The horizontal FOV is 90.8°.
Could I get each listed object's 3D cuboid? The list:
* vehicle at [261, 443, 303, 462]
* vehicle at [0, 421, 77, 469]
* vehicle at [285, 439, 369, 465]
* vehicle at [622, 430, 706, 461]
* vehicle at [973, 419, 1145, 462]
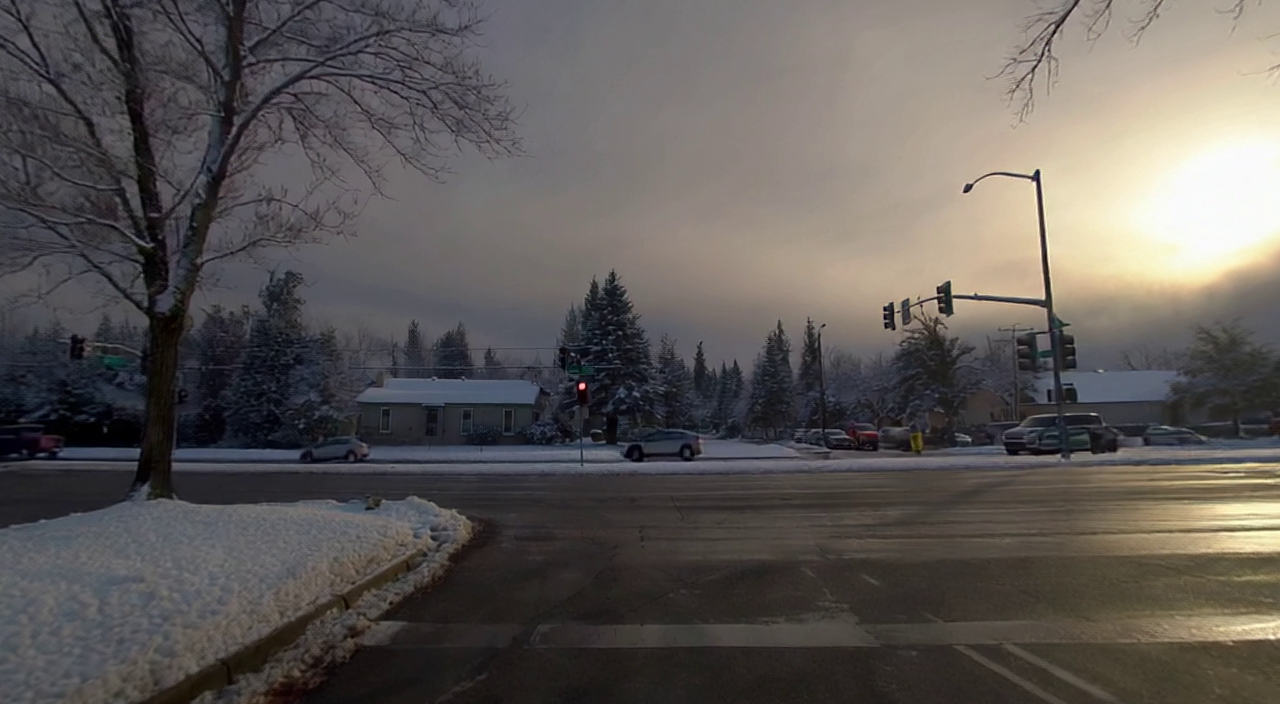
[{"bbox_3d":[-28.040,7.866,49.634,2.235,1.417,4.272,3,-9,-22],"label":"vehicle"},{"bbox_3d":[-44.488,6.563,44.499,7.790,3.197,2.653,-2,-9,10],"label":"vehicle"},{"bbox_3d":[-19.642,6.276,39.728,4.370,1.592,1.886,-2,-9,10],"label":"vehicle"},{"bbox_3d":[1.404,5.374,36.164,4.590,1.701,1.881,-2,-9,11],"label":"vehicle"},{"bbox_3d":[15.044,3.212,22.937,4.749,1.461,1.892,-1,-9,9],"label":"vehicle"}]
